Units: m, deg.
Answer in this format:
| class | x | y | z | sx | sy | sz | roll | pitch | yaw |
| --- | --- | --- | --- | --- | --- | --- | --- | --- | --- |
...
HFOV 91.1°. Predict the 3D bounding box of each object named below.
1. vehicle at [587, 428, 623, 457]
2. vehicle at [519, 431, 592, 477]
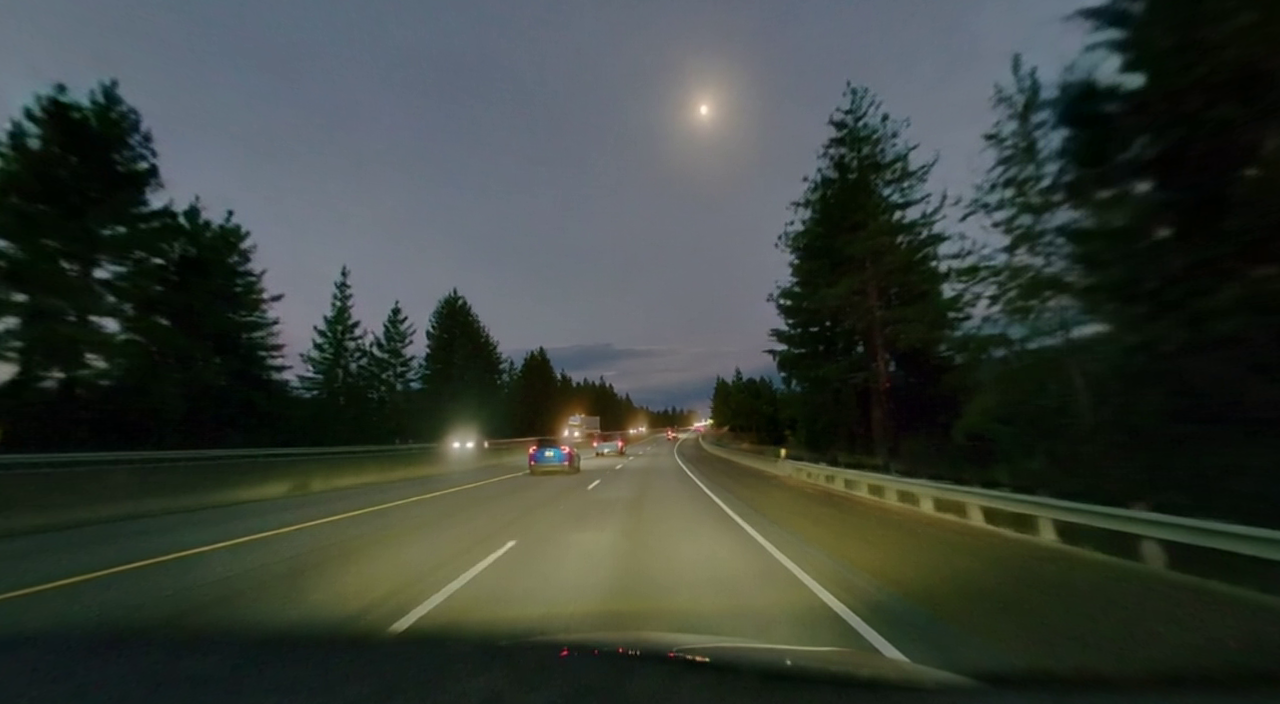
| class | x | y | z | sx | sy | sz | roll | pitch | yaw |
| --- | --- | --- | --- | --- | --- | --- | --- | --- | --- |
| vehicle | -2.666 | 7.012 | 48.580 | 2.241 | 2.095 | 4.985 | -1 | -8 | 3 |
| vehicle | -3.114 | 3.890 | 24.214 | 2.053 | 1.589 | 4.671 | 0 | -8 | 2 |
